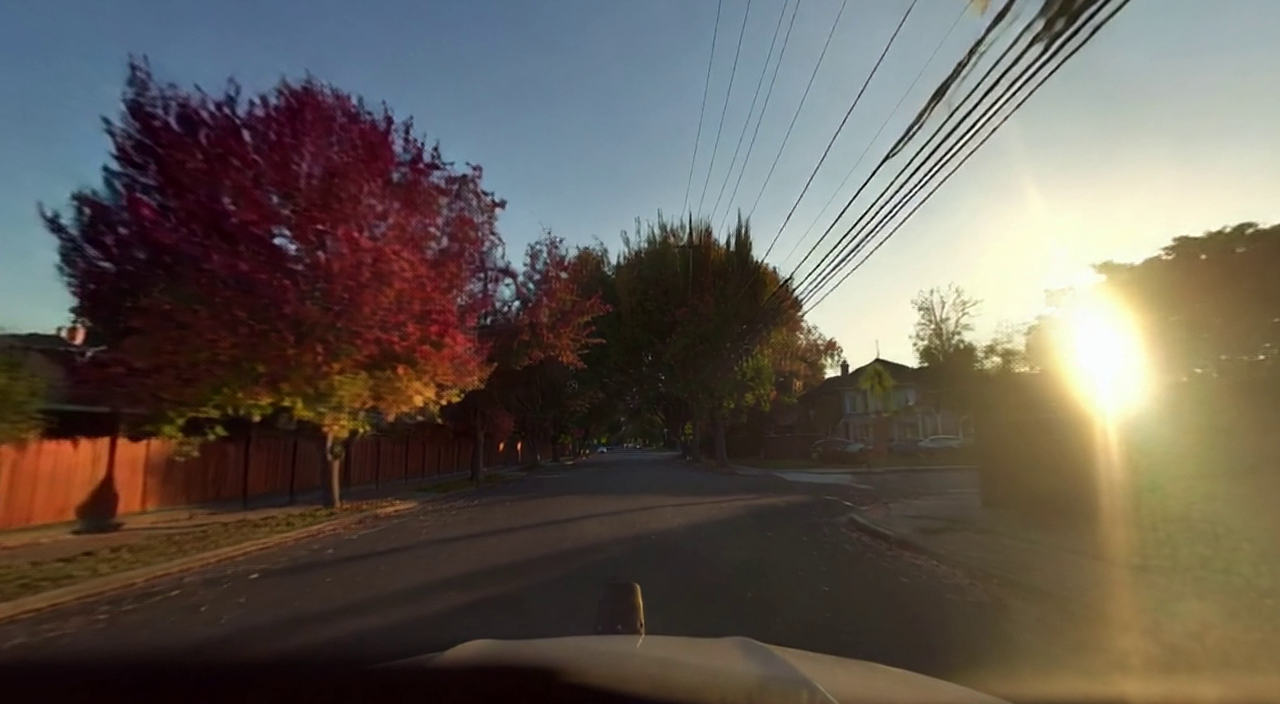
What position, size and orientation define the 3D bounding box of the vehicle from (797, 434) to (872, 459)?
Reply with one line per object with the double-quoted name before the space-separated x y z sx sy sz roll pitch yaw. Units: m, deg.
"vehicle" 12.425 6.108 40.666 4.286 1.525 2.219 -2 -9 10
